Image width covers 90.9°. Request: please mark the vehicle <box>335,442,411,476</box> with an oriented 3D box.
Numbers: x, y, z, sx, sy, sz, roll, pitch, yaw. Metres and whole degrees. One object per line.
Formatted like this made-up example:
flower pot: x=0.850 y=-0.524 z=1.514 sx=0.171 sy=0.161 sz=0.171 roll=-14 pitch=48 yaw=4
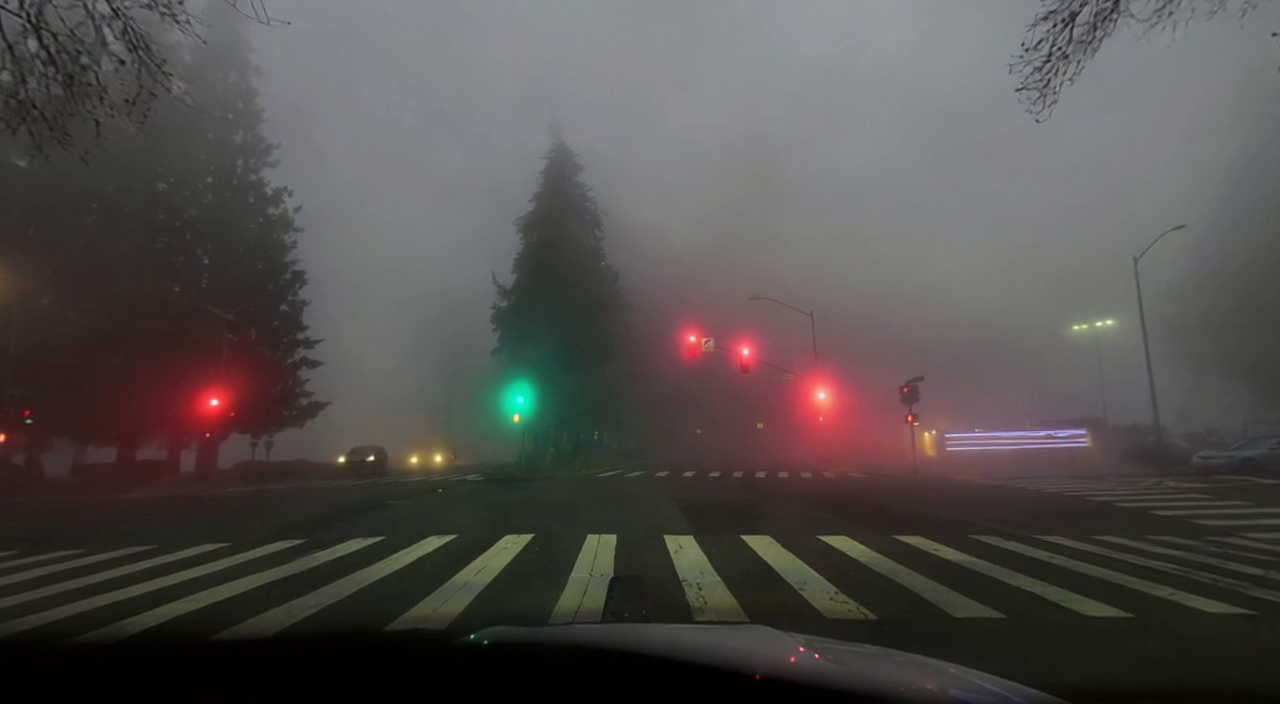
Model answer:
vehicle: x=-14.832 y=5.926 z=35.367 sx=2.169 sy=1.753 sz=4.640 roll=0 pitch=-8 yaw=1
